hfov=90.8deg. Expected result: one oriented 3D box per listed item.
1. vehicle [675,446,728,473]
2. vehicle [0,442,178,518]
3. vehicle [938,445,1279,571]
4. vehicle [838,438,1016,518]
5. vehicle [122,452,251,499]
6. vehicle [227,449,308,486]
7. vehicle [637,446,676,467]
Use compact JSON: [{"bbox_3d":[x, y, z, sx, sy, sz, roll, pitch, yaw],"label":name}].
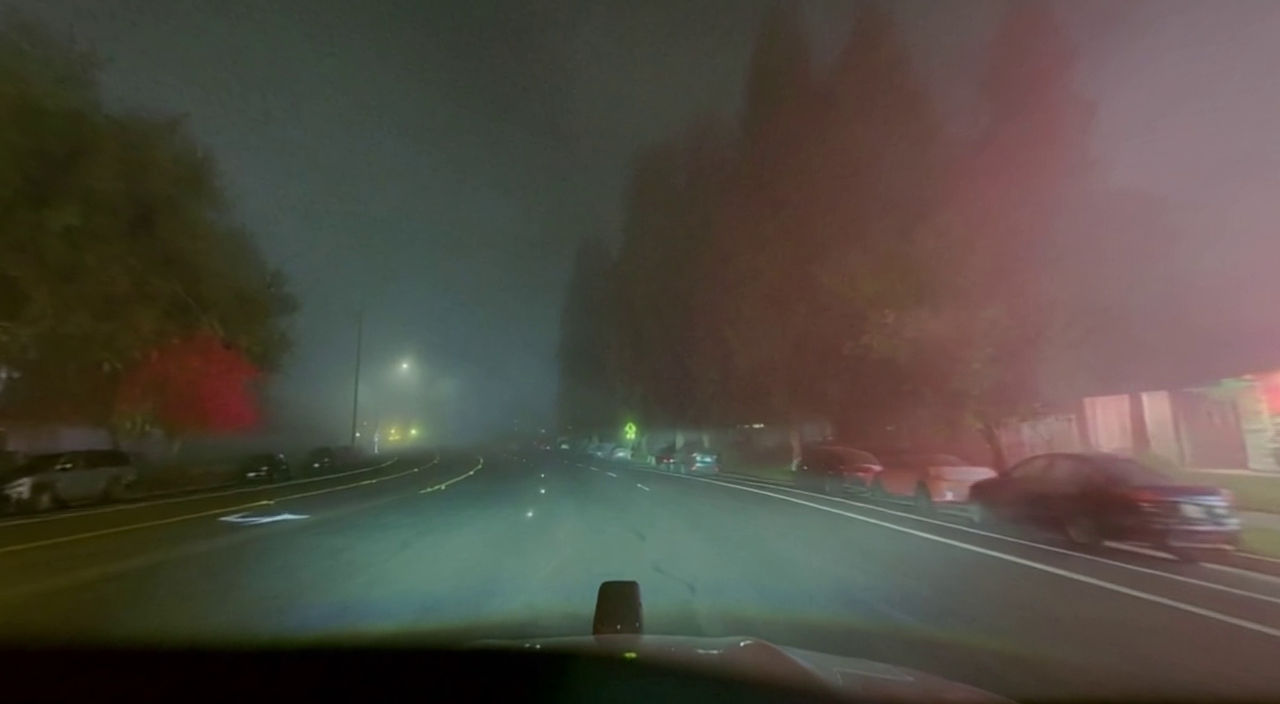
[{"bbox_3d":[3.588,6.366,37.707,2.012,1.517,4.287,1,-9,-10],"label":"vehicle"},{"bbox_3d":[-15.507,3.408,17.505,1.876,1.772,5.125,1,-9,-5],"label":"vehicle"},{"bbox_3d":[7.112,2.298,10.280,1.872,1.515,4.799,1,-9,-5],"label":"vehicle"},{"bbox_3d":[6.654,2.937,15.288,2.065,1.632,4.206,1,-9,-5],"label":"vehicle"},{"bbox_3d":[-16.362,4.420,23.142,1.825,1.474,4.678,1,-9,-9],"label":"vehicle"},{"bbox_3d":[-17.310,5.362,29.624,1.906,1.542,4.210,1,-9,-11],"label":"vehicle"},{"bbox_3d":[1.159,7.671,46.612,1.853,1.446,4.187,2,-9,-13],"label":"vehicle"}]
